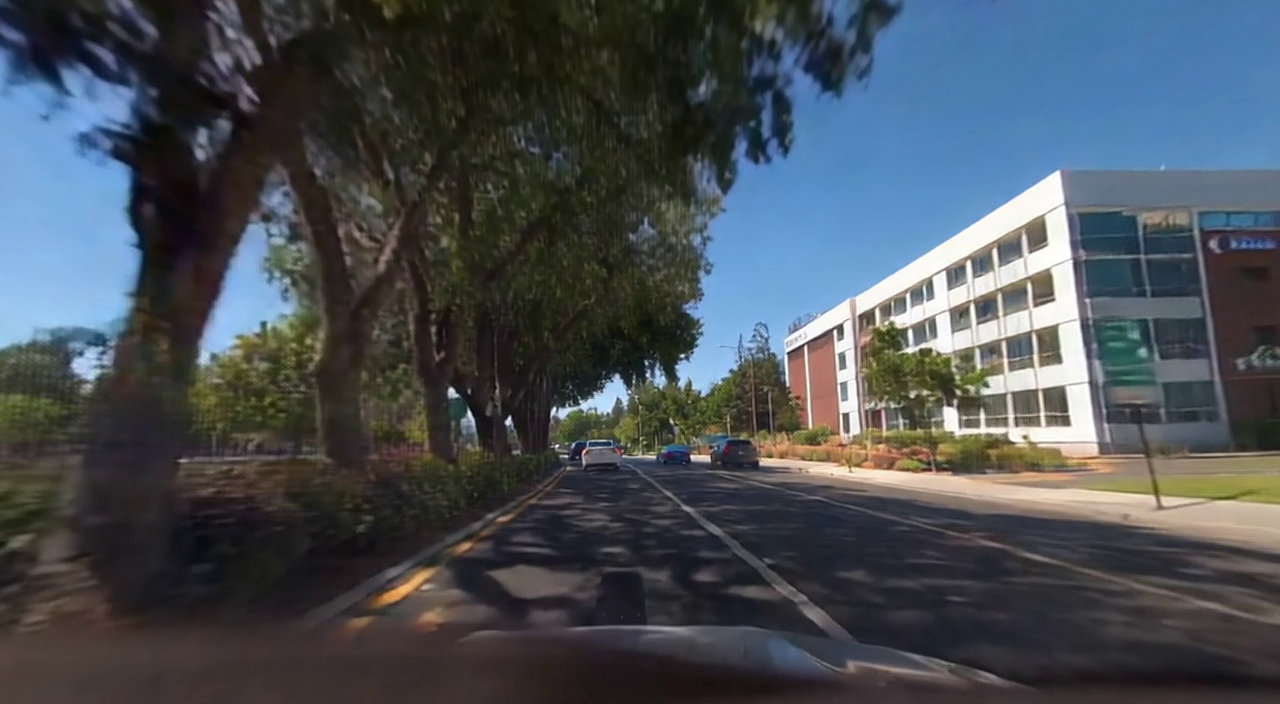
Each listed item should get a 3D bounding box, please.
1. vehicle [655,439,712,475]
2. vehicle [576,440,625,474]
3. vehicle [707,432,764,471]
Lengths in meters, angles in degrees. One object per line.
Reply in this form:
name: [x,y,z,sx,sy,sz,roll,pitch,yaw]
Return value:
vehicle: [1.938,4.846,29.396,1.993,1.477,4.240,0,-8,-5]
vehicle: [-1.853,4.873,29.636,2.101,1.444,4.248,0,-8,-4]
vehicle: [5.182,5.496,35.074,2.052,1.990,4.736,0,-8,-5]
